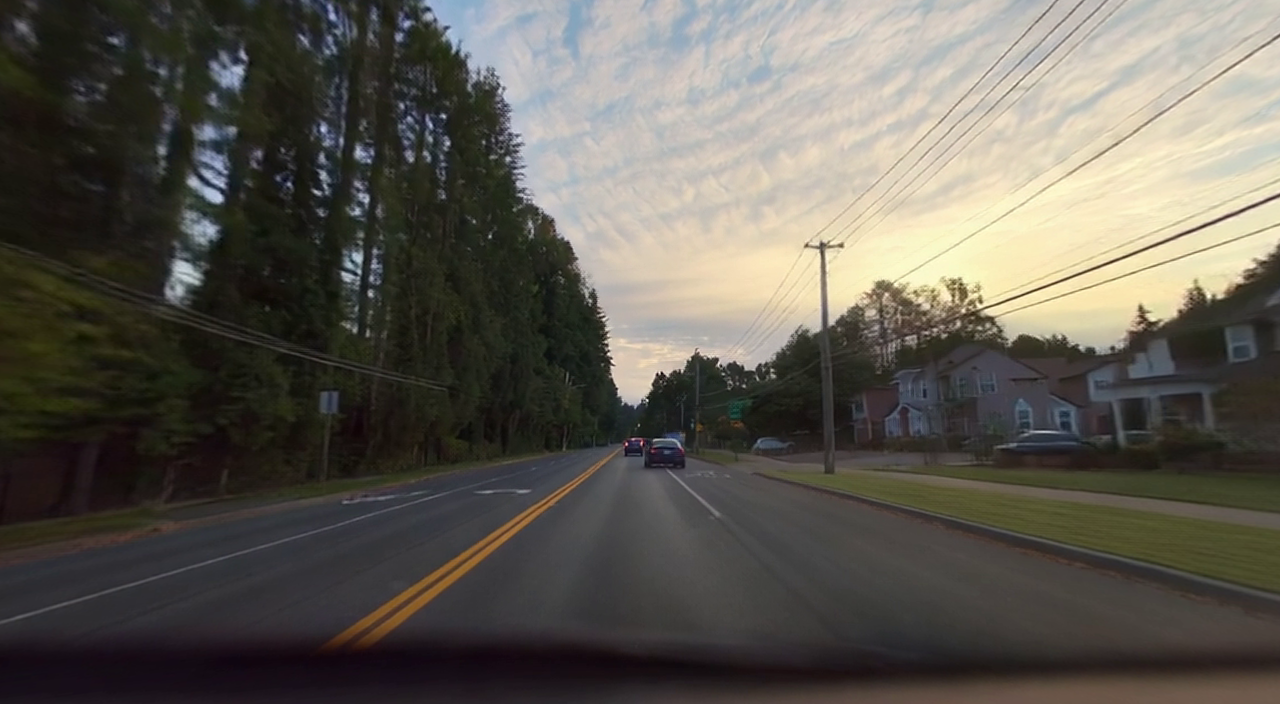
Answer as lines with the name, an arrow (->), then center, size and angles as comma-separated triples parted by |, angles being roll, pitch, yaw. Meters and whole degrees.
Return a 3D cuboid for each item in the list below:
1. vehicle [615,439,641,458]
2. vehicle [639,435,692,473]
vehicle -> -0.907, 7.623, 49.667 | 1.927, 1.453, 3.848 | 0, -8, 0
vehicle -> 1.017, 4.369, 27.030 | 1.975, 1.497, 3.647 | 0, -8, -3
